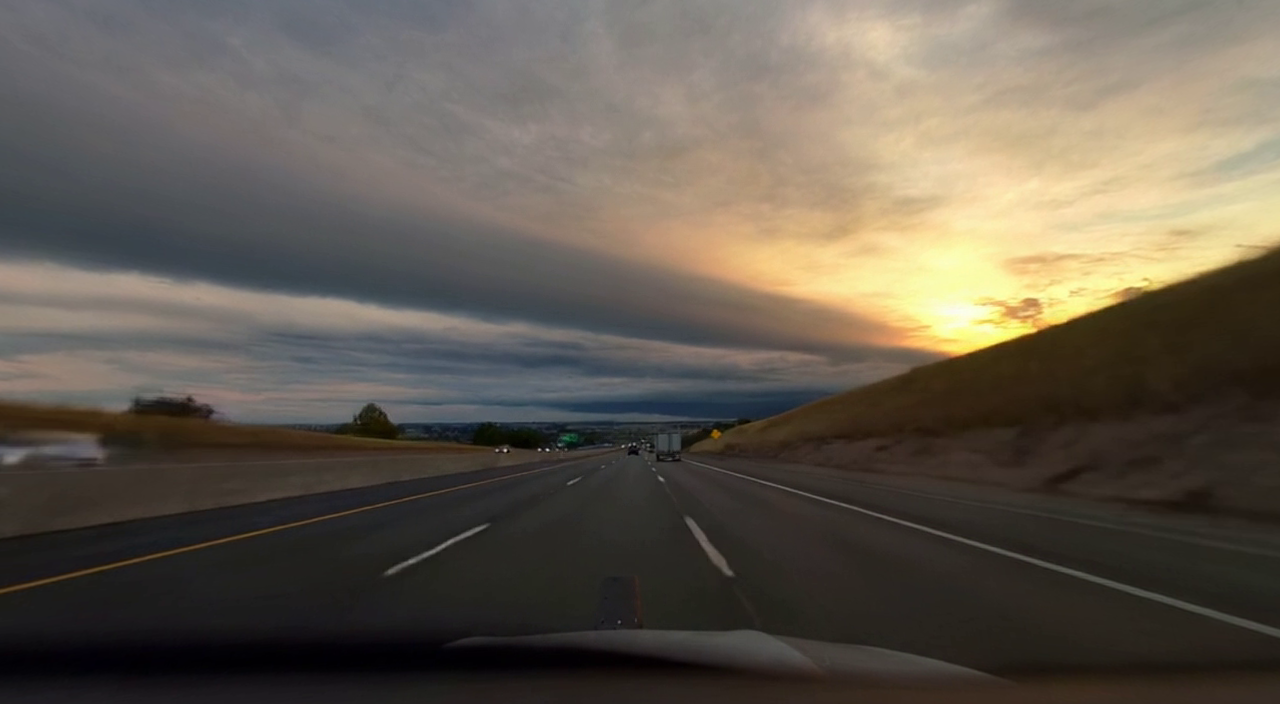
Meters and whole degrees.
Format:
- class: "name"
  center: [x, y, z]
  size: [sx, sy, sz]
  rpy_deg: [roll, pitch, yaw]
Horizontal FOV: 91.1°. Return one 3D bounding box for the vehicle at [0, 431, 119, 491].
- class: "vehicle"
  center: [-19.363, 3.409, 19.810]
  size: [2.050, 1.689, 4.458]
  rpy_deg: [0, -9, -1]
